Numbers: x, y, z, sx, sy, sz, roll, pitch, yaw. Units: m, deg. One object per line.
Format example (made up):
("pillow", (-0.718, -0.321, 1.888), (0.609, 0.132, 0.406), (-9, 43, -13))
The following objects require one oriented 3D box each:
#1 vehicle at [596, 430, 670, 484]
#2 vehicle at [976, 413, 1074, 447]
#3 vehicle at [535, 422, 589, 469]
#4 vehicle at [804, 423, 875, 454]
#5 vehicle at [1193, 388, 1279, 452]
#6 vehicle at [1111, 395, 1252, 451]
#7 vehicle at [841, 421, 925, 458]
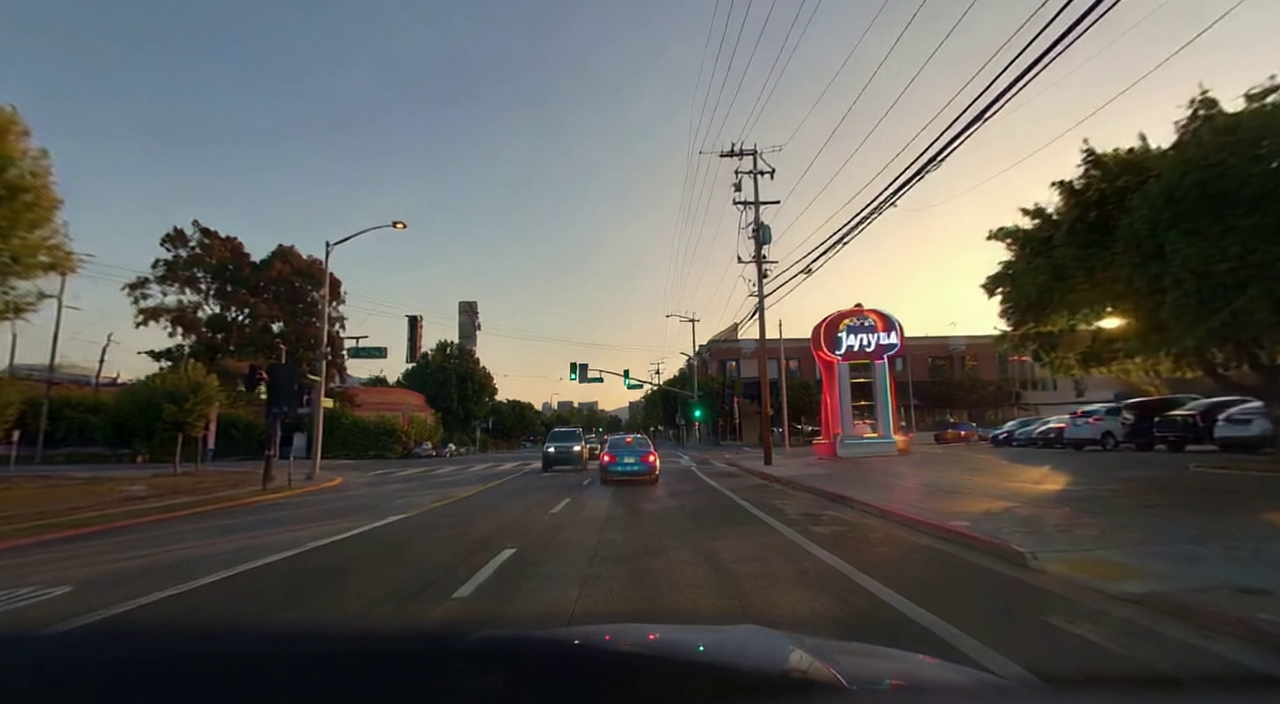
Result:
("vehicle", (-0.292, 3.242, 19.792), (2.070, 1.481, 4.216), (0, -8, -2))
("vehicle", (18.443, 3.764, 30.184), (4.446, 1.511, 1.977), (4, -9, -29))
("vehicle", (-3.332, 4.003, 27.156), (2.106, 1.852, 4.512), (1, -8, -7))
("vehicle", (10.337, 4.549, 33.027), (1.842, 1.471, 4.481), (1, -8, -6))
("vehicle", (18.862, 2.090, 18.896), (3.791, 1.720, 1.992), (4, -9, -27))
("vehicle", (18.450, 2.474, 21.498), (4.206, 1.722, 2.100), (4, -9, -28))
("vehicle", (10.267, 3.773, 27.062), (1.888, 1.455, 4.268), (0, -8, 0))
